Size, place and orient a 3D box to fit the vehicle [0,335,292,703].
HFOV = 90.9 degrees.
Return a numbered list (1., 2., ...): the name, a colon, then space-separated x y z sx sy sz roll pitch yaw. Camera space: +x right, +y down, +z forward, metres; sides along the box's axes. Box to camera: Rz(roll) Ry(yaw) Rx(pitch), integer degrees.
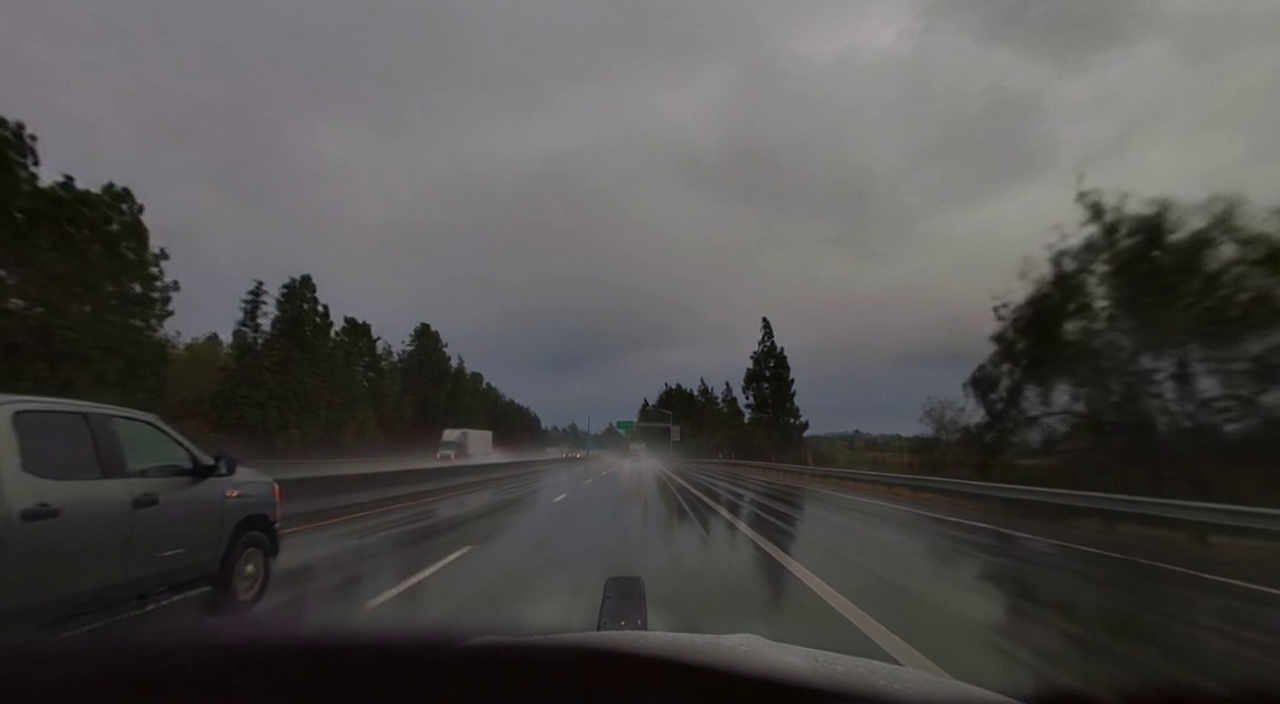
1. vehicle: -4.161 0.841 2.829 2.214 1.872 5.179 0 -9 0
